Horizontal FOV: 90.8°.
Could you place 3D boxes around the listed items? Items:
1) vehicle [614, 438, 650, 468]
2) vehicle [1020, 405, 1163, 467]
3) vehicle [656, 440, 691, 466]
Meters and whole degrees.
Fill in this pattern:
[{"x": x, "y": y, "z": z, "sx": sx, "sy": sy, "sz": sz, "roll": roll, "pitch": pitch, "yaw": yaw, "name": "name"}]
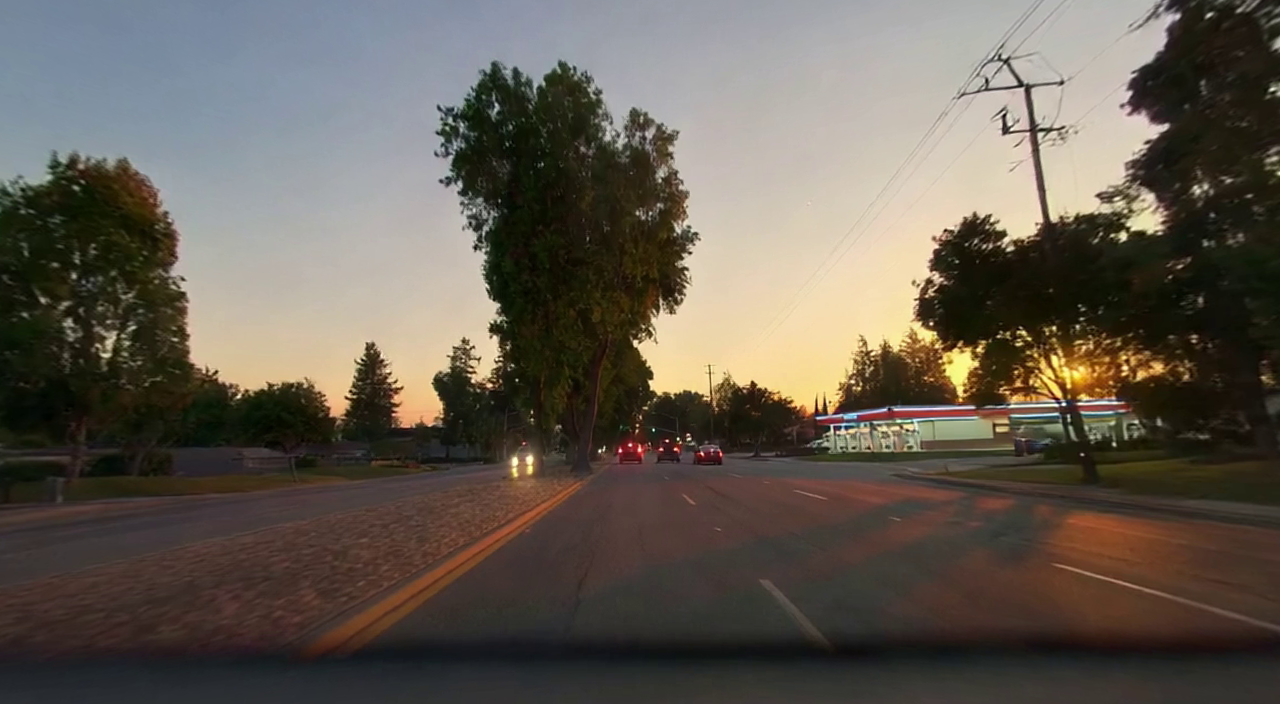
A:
[{"x": -0.539, "y": 6.675, "z": 41.953, "sx": 2.261, "sy": 1.820, "sz": 4.255, "roll": 0, "pitch": -9, "yaw": -1, "name": "vehicle"}, {"x": 28.996, "y": 5.403, "z": 40.564, "sx": 8.711, "sy": 3.678, "sz": 2.870, "roll": 3, "pitch": -9, "yaw": -21, "name": "vehicle"}, {"x": 2.366, "y": 7.361, "z": 46.281, "sx": 2.140, "sy": 1.800, "sz": 4.660, "roll": 0, "pitch": -9, "yaw": -2, "name": "vehicle"}]
